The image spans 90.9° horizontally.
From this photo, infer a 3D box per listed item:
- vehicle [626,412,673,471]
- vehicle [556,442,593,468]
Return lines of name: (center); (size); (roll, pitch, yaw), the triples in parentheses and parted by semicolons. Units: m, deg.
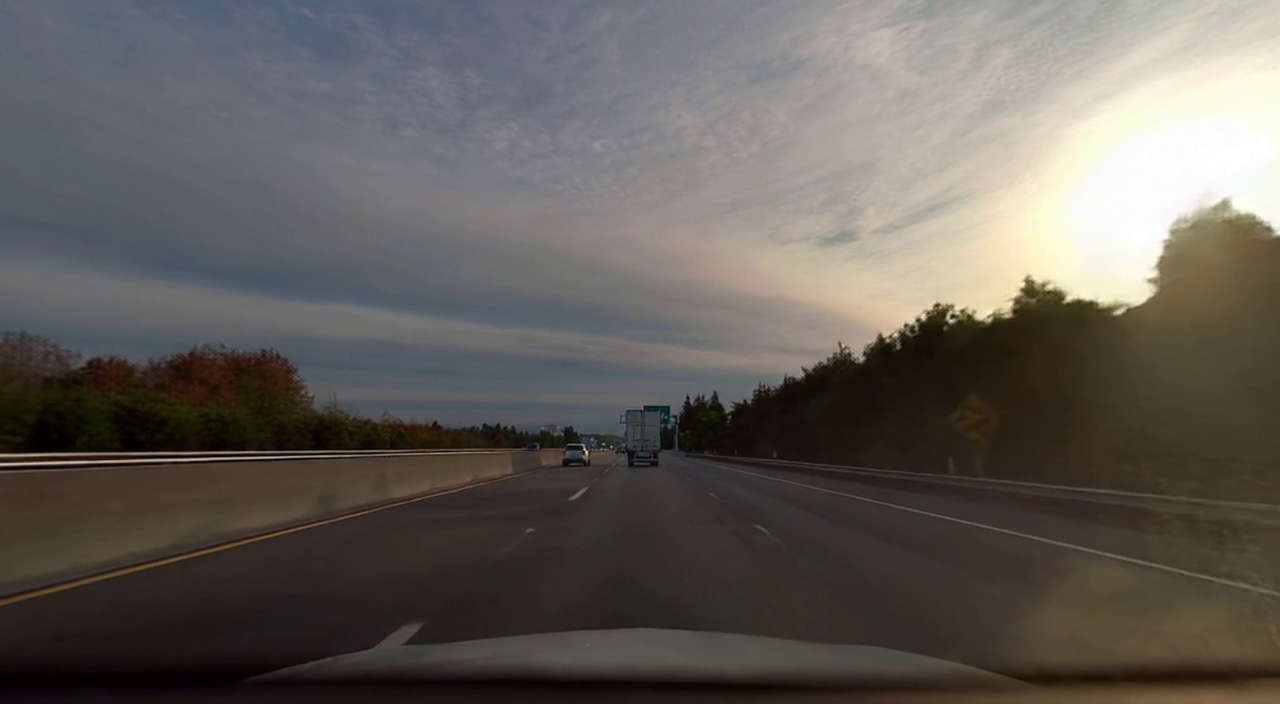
vehicle: (0.514, 6.216, 43.605); (2.893, 3.628, 9.081); (0, -9, -1)
vehicle: (-4.392, 6.994, 42.742); (2.079, 1.656, 3.965); (0, -9, 0)
